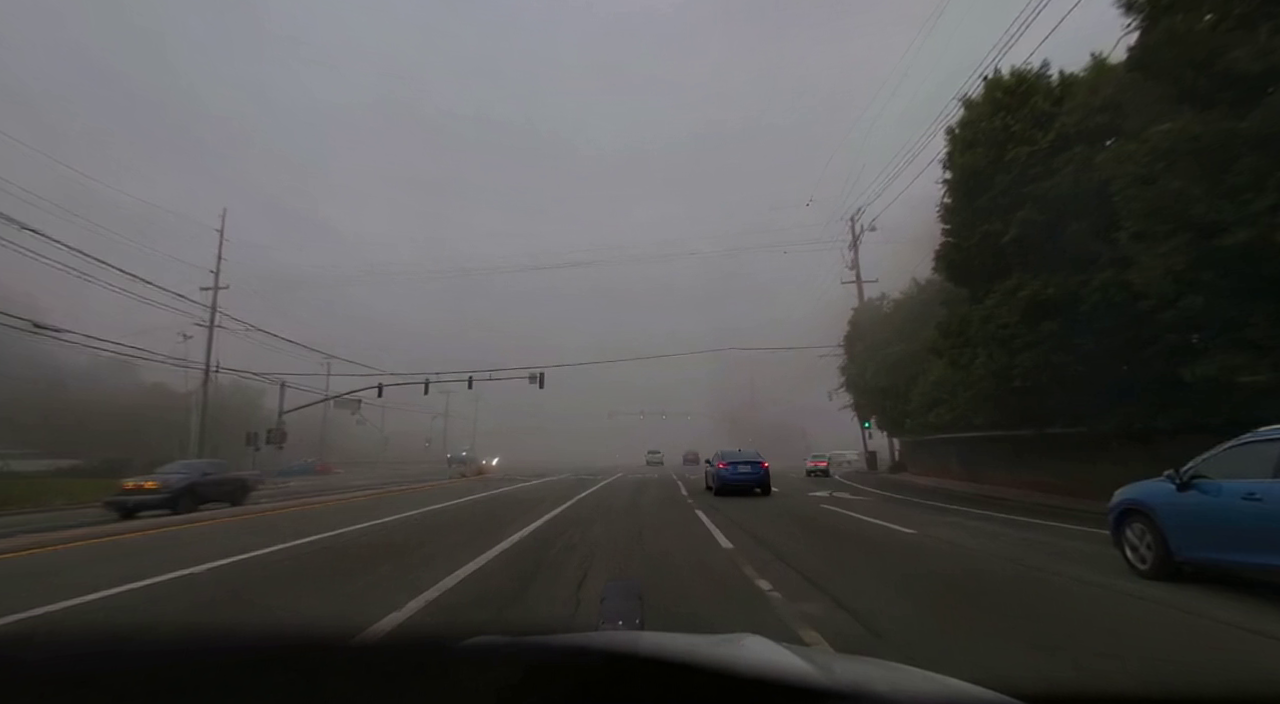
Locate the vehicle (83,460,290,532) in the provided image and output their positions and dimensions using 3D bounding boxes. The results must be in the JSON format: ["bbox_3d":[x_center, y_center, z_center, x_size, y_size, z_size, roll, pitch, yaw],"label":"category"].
[{"bbox_3d":[-11.373,3.597,16.381,1.916,1.486,4.563,0,-8,1],"label":"vehicle"}]

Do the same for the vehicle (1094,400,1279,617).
[{"bbox_3d":[6.352,1.286,5.144,2.029,1.795,4.371,0,-9,0],"label":"vehicle"}]

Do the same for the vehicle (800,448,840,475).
[{"bbox_3d":[12.601,7.684,44.479,1.949,1.758,4.215,-1,-9,6],"label":"vehicle"}]

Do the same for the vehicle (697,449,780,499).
[{"bbox_3d":[3.161,4.010,21.178,2.035,1.460,4.392,0,-8,0],"label":"vehicle"}]
